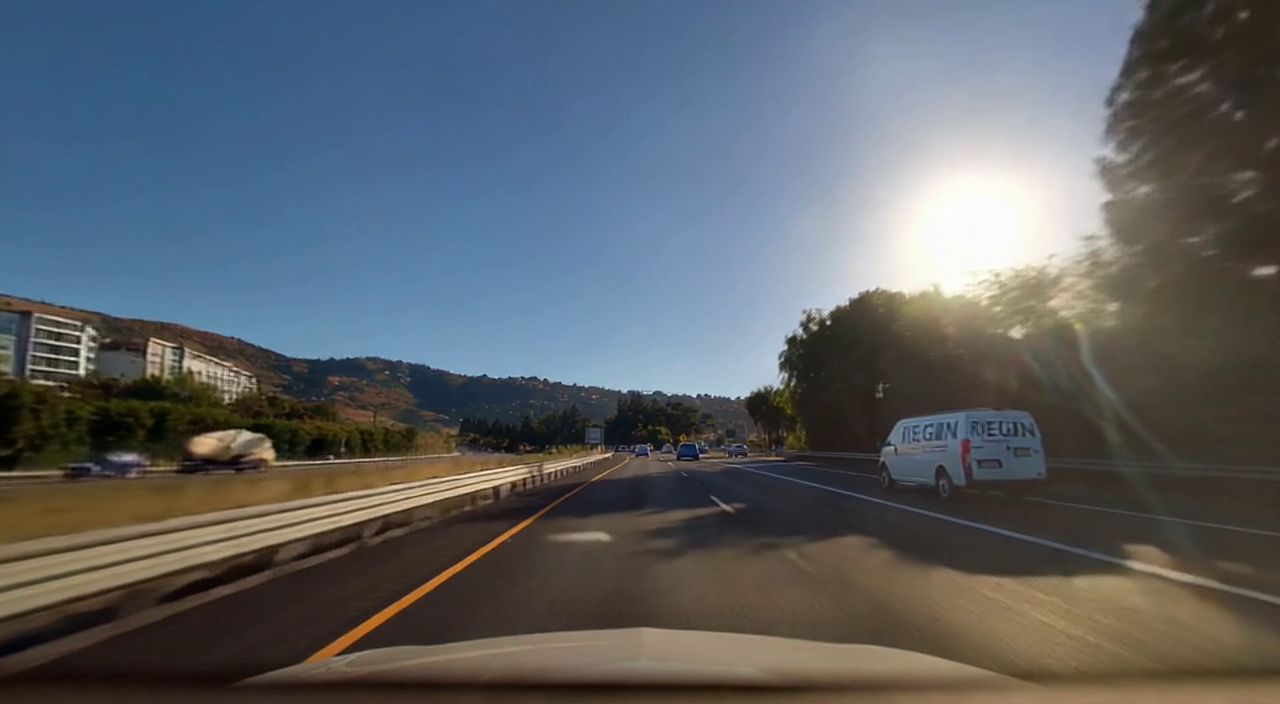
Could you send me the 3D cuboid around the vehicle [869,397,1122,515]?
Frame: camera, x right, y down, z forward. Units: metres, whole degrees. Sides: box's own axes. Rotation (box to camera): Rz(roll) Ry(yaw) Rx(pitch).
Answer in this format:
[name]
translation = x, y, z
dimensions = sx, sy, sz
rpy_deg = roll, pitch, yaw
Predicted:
[vehicle]
translation = 7.248, 2.225, 13.864
dimensions = 2.275, 2.059, 5.543
rpy_deg = 0, -8, 0
